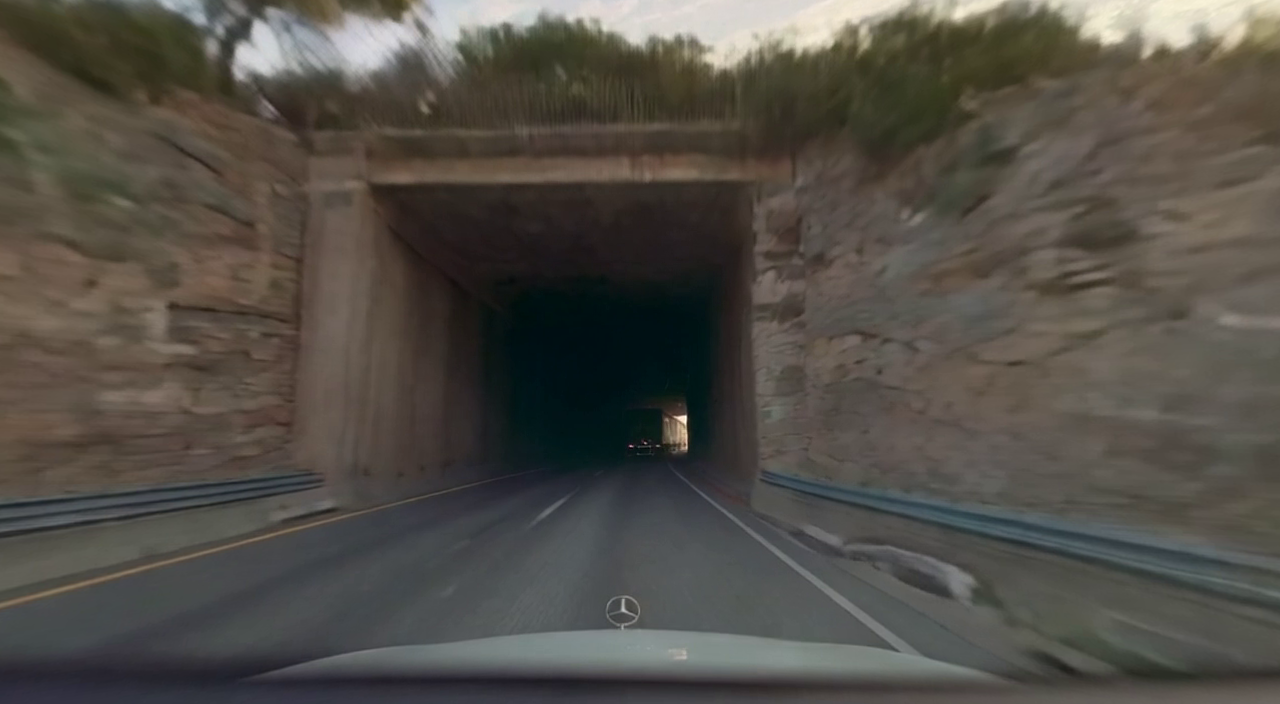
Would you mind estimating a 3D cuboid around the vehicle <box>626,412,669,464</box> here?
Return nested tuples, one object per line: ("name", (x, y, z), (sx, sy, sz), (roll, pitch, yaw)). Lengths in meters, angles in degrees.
("vehicle", (0.761, 6.676, 48.374), (2.915, 3.468, 11.233), (-1, -9, 2))
